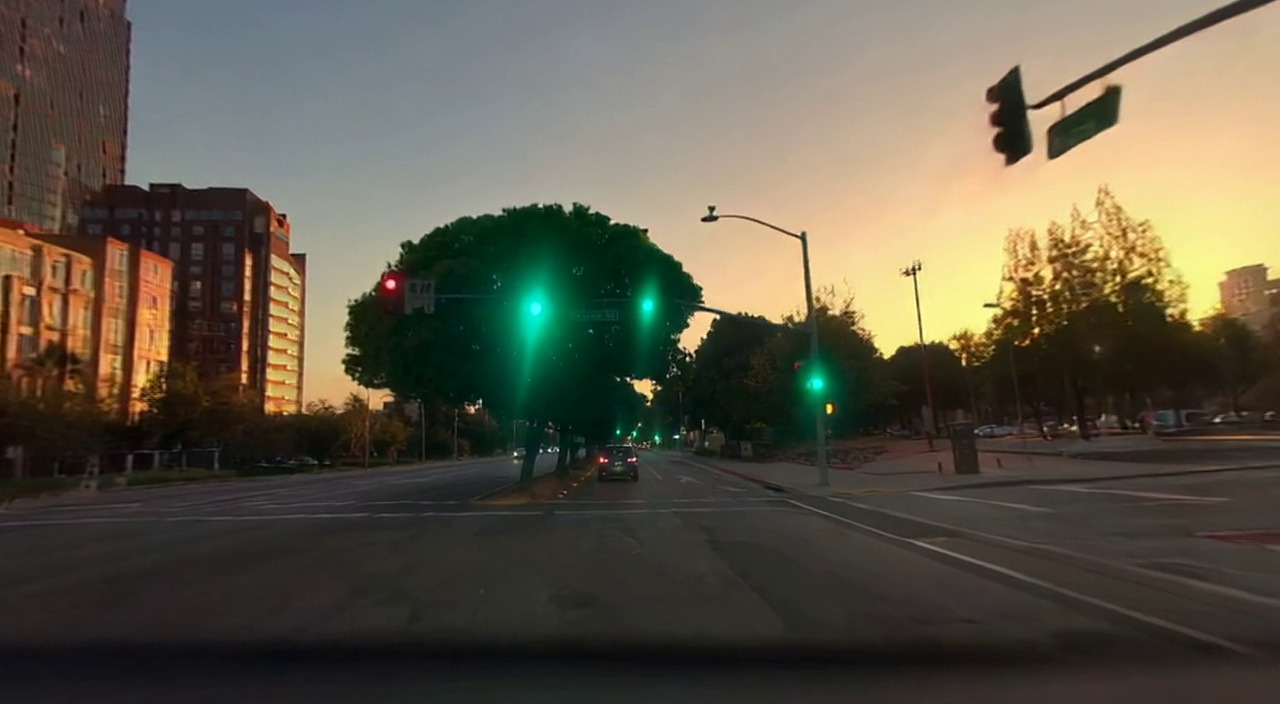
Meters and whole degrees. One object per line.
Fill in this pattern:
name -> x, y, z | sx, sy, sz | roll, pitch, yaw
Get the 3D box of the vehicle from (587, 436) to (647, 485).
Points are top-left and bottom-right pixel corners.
vehicle -> -0.859, 4.177, 24.634 | 2.130, 1.711, 4.038 | 0, -9, -1
